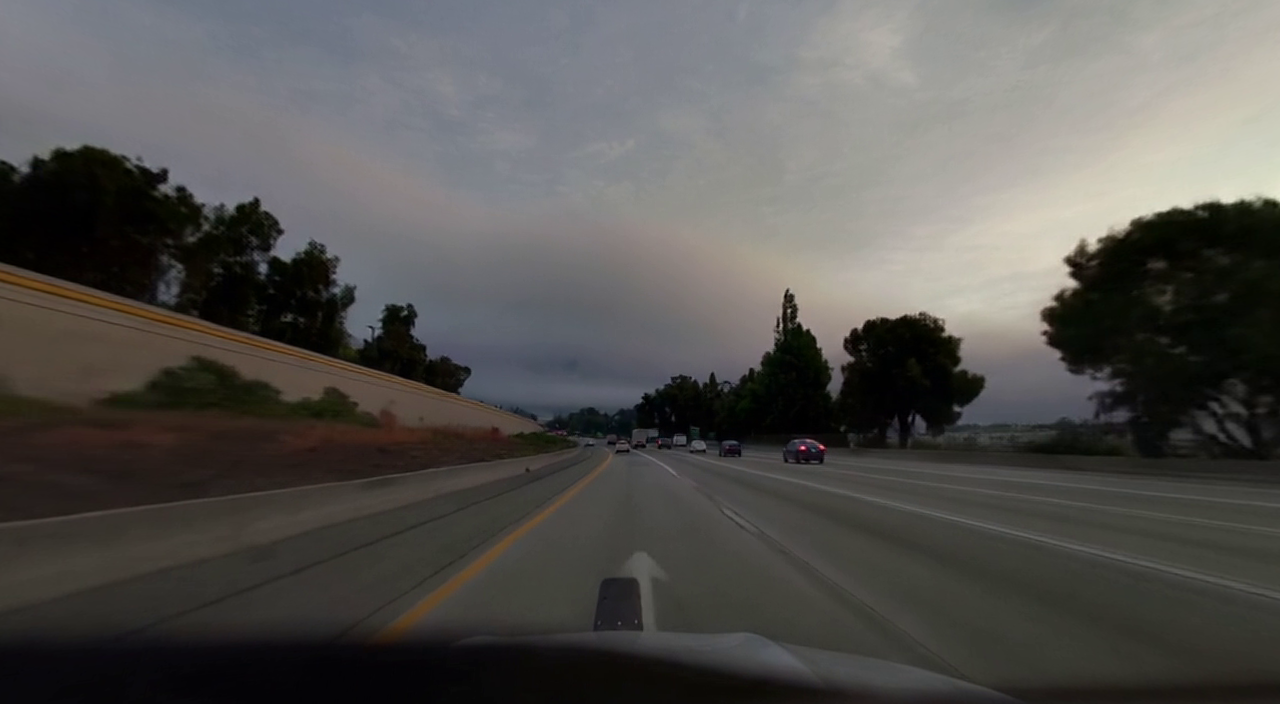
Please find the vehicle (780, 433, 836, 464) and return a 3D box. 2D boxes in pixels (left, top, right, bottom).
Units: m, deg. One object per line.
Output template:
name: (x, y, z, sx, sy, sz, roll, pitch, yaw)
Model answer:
vehicle: (10.262, 5.954, 38.782, 2.077, 1.763, 4.472, 0, -8, -2)
